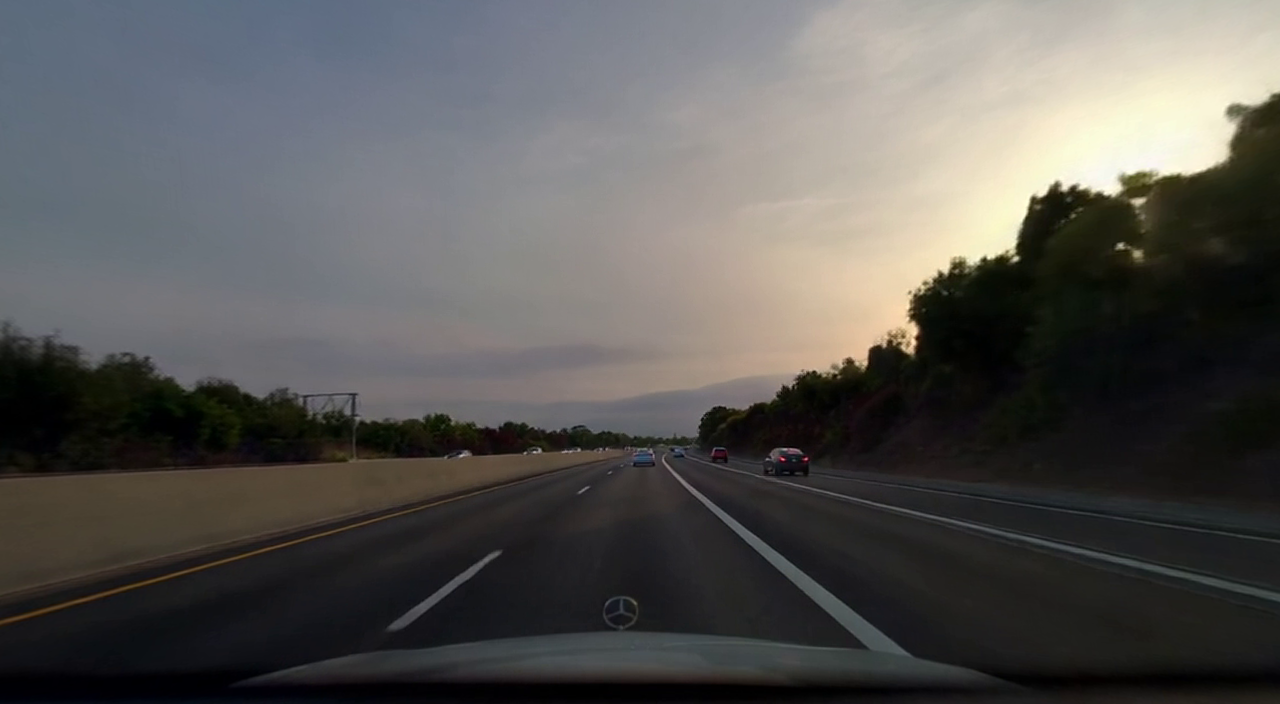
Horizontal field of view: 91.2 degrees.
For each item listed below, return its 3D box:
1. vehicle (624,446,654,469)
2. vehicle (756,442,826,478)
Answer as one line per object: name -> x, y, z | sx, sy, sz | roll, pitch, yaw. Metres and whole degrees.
vehicle -> -0.052, 7.508, 44.833 | 2.025, 1.526, 4.181 | -1, -9, 0
vehicle -> 6.868, 4.964, 28.999 | 2.008, 1.533, 4.592 | 0, -9, -1
